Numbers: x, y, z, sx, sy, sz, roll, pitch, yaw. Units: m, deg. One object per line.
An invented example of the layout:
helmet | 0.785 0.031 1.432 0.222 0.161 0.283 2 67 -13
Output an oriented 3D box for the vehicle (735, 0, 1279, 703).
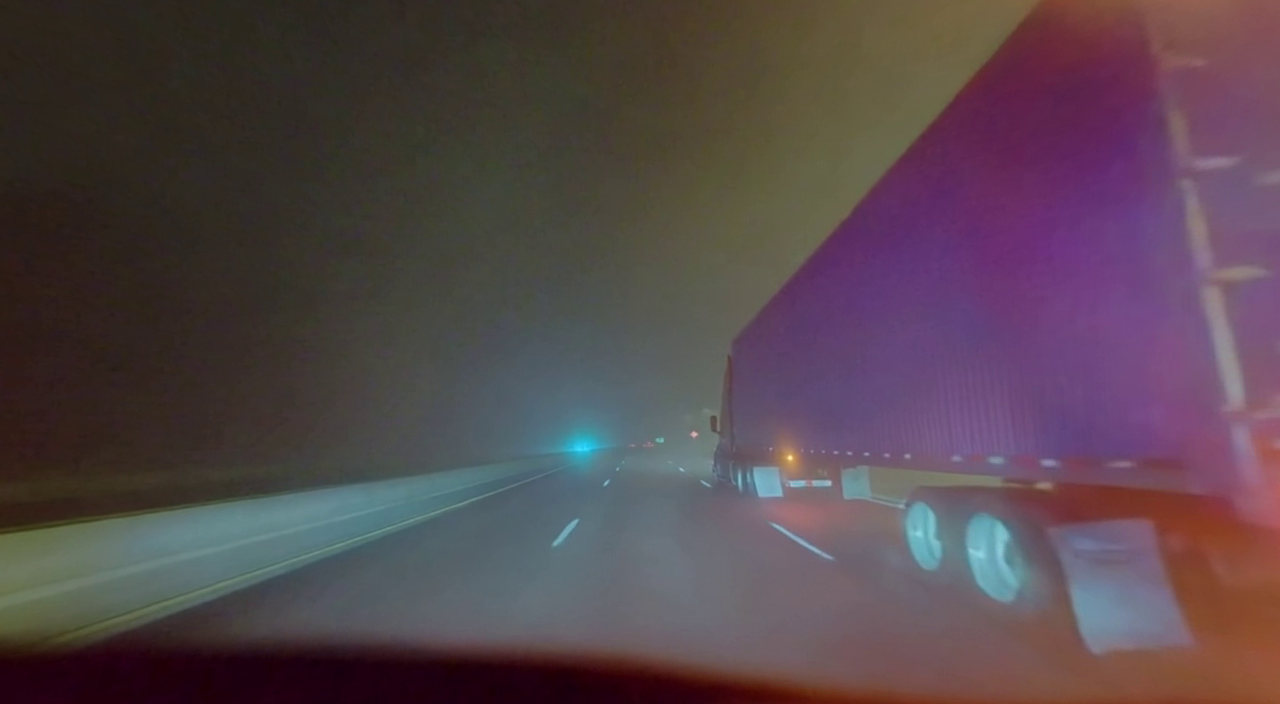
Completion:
vehicle | 3.974 0.604 9.288 2.933 4.100 14.317 0 -8 0
